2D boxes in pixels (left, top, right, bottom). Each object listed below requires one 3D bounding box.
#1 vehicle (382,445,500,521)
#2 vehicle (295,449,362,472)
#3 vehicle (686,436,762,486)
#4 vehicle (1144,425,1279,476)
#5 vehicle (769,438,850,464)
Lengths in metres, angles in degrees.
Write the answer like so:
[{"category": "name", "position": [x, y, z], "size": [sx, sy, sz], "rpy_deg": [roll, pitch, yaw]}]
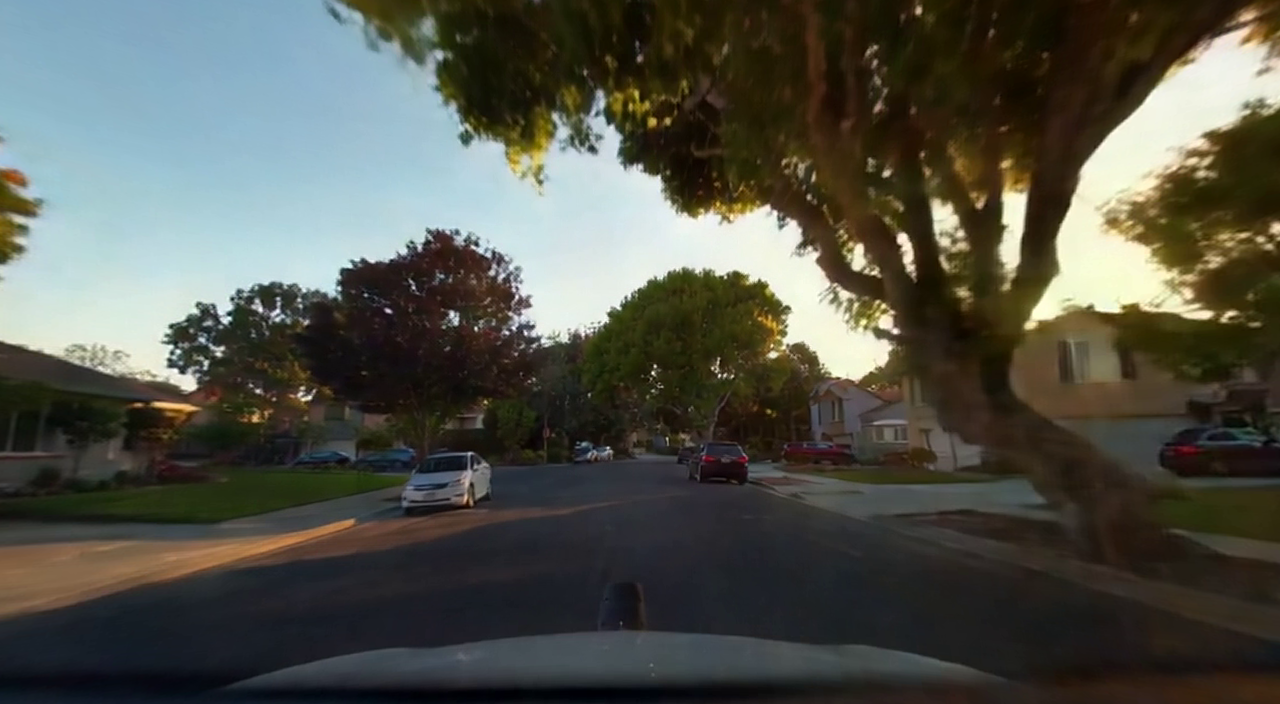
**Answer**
[{"category": "vehicle", "position": [-4.838, 3.199, 16.109], "size": [1.981, 1.463, 4.631], "rpy_deg": [0, -7, -6]}, {"category": "vehicle", "position": [-21.249, 7.429, 43.209], "size": [3.610, 1.501, 1.814], "rpy_deg": [-1, -9, 4]}, {"category": "vehicle", "position": [3.232, 4.352, 25.504], "size": [2.228, 1.813, 4.901], "rpy_deg": [0, -9, -2]}, {"category": "vehicle", "position": [18.797, 3.045, 19.584], "size": [4.484, 1.492, 2.071], "rpy_deg": [0, -9, 0]}, {"category": "vehicle", "position": [11.151, 6.527, 41.721], "size": [4.781, 1.700, 1.914], "rpy_deg": [1, -9, -4]}]
